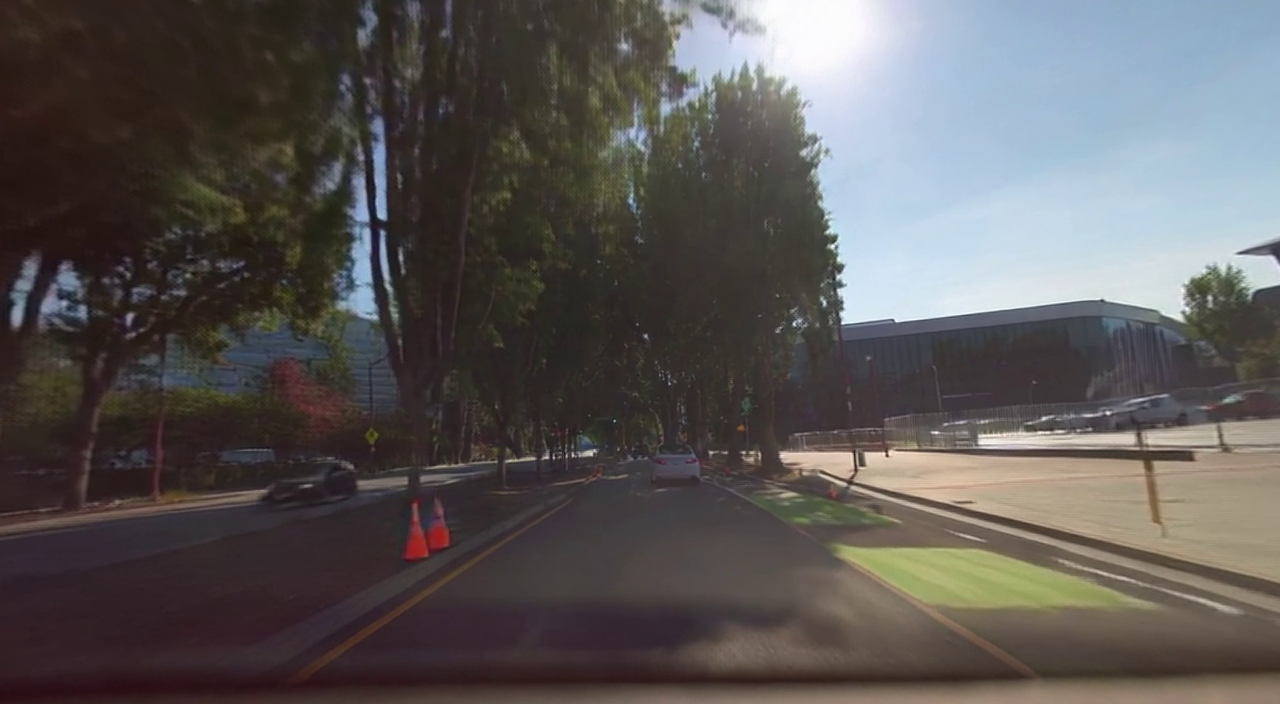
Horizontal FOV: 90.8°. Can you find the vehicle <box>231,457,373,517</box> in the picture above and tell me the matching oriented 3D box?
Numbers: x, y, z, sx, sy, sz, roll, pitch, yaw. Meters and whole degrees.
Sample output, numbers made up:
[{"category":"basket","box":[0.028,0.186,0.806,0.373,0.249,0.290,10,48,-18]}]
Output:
[{"category":"vehicle","box":[-9.970,3.991,19.126,2.010,1.487,4.427,0,-8,-3]}]

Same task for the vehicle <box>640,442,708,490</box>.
[{"category":"vehicle","box":[1.080,3.931,22.178,2.114,1.493,4.430,0,-8,0]}]
